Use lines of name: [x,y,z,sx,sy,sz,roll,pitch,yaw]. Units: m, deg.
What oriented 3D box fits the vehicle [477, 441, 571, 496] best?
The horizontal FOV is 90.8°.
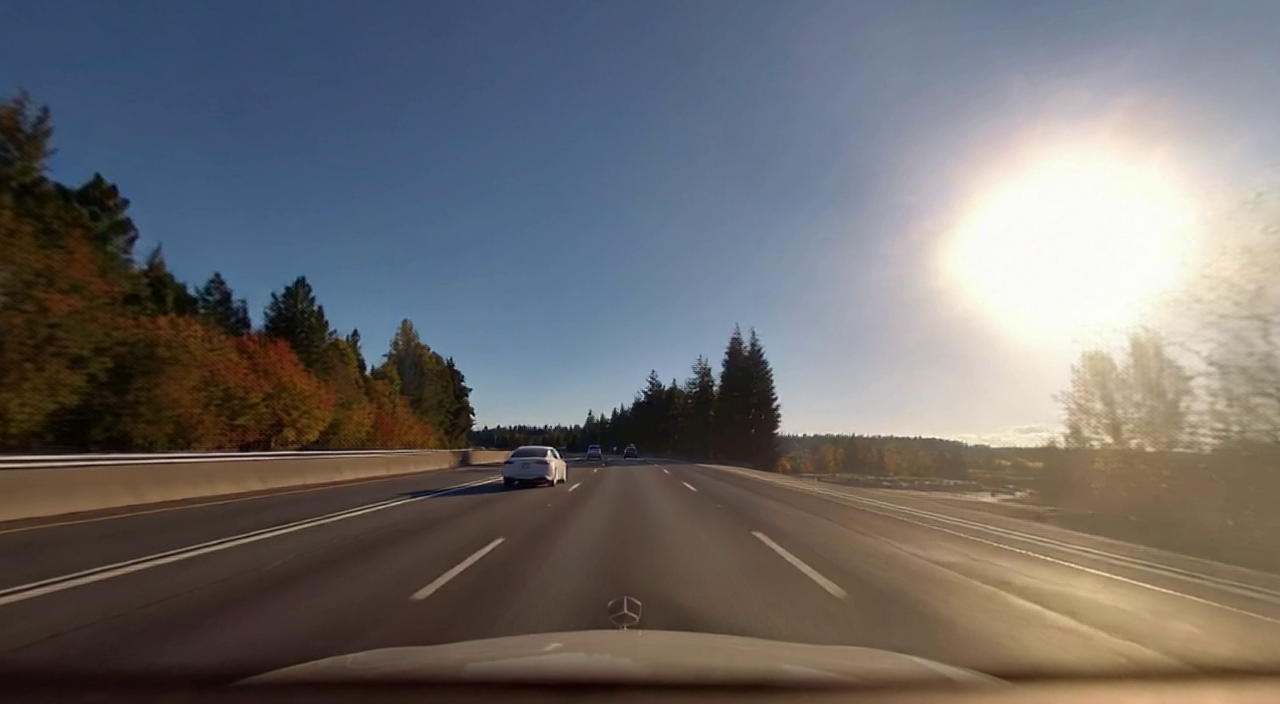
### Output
vehicle: [-3.687,3.834,21.157,2.184,1.574,5.004,0,-9,0]
